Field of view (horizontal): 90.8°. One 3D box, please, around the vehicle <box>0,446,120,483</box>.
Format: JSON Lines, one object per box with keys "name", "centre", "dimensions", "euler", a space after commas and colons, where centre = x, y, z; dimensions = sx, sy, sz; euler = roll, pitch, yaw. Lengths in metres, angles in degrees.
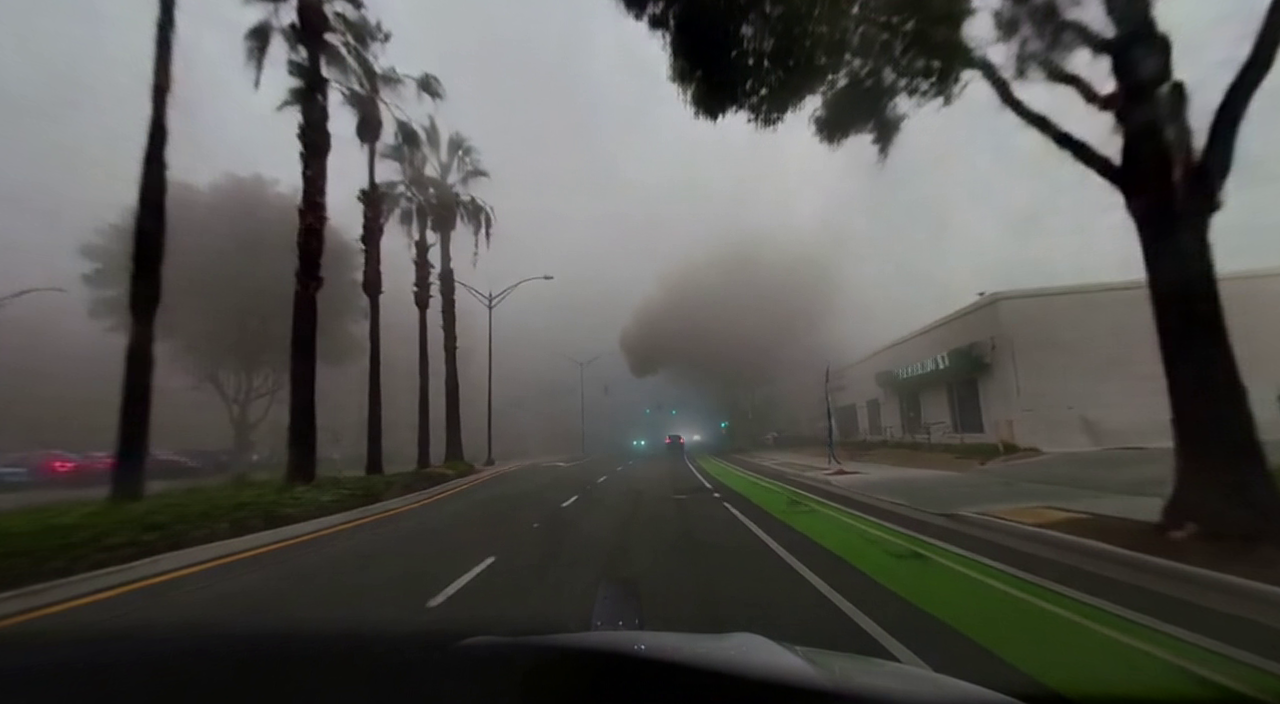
{"name": "vehicle", "centre": [-30.477, 5.778, 32.664], "dimensions": [5.174, 1.778, 2.292], "euler": [-1, -8, 3]}
